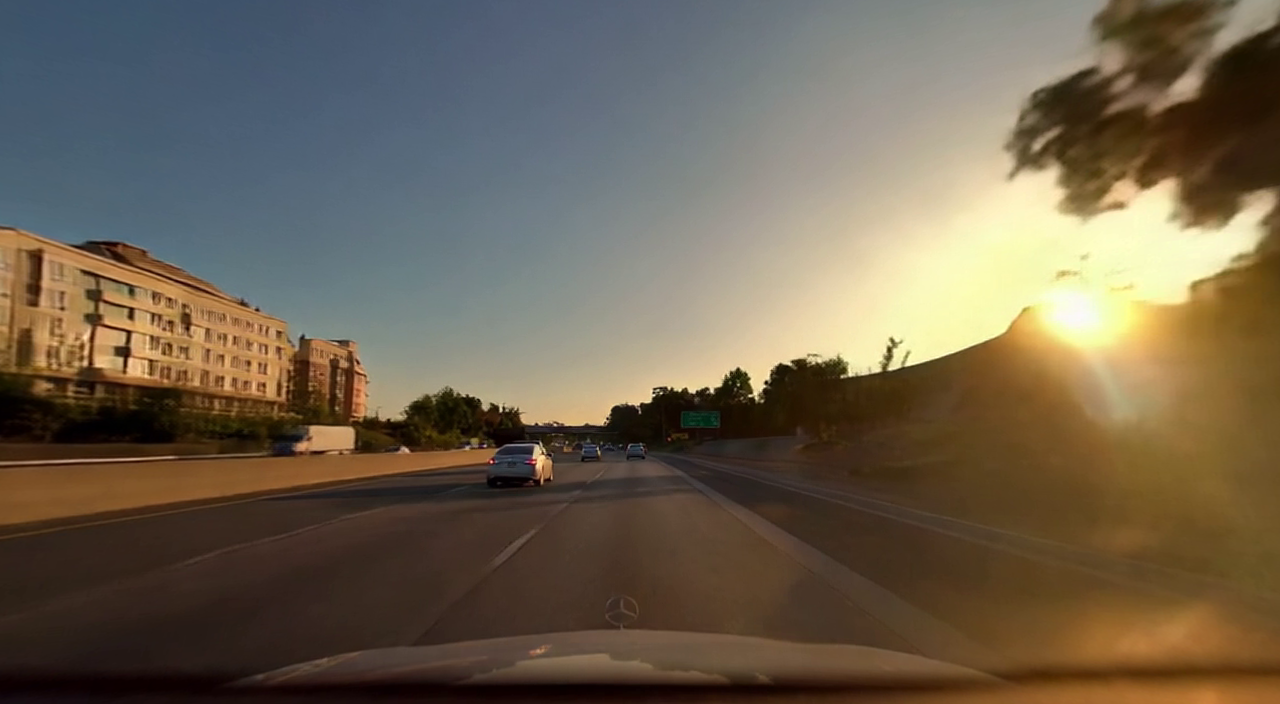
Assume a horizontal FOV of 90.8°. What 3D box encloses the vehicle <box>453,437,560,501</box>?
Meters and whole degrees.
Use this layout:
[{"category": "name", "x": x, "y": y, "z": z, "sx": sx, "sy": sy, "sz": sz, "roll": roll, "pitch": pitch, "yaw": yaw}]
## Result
[{"category": "vehicle", "x": -3.365, "y": 3.036, "z": 16.759, "sx": 1.920, "sy": 1.463, "sz": 4.134, "roll": 1, "pitch": -9, "yaw": 0}]
